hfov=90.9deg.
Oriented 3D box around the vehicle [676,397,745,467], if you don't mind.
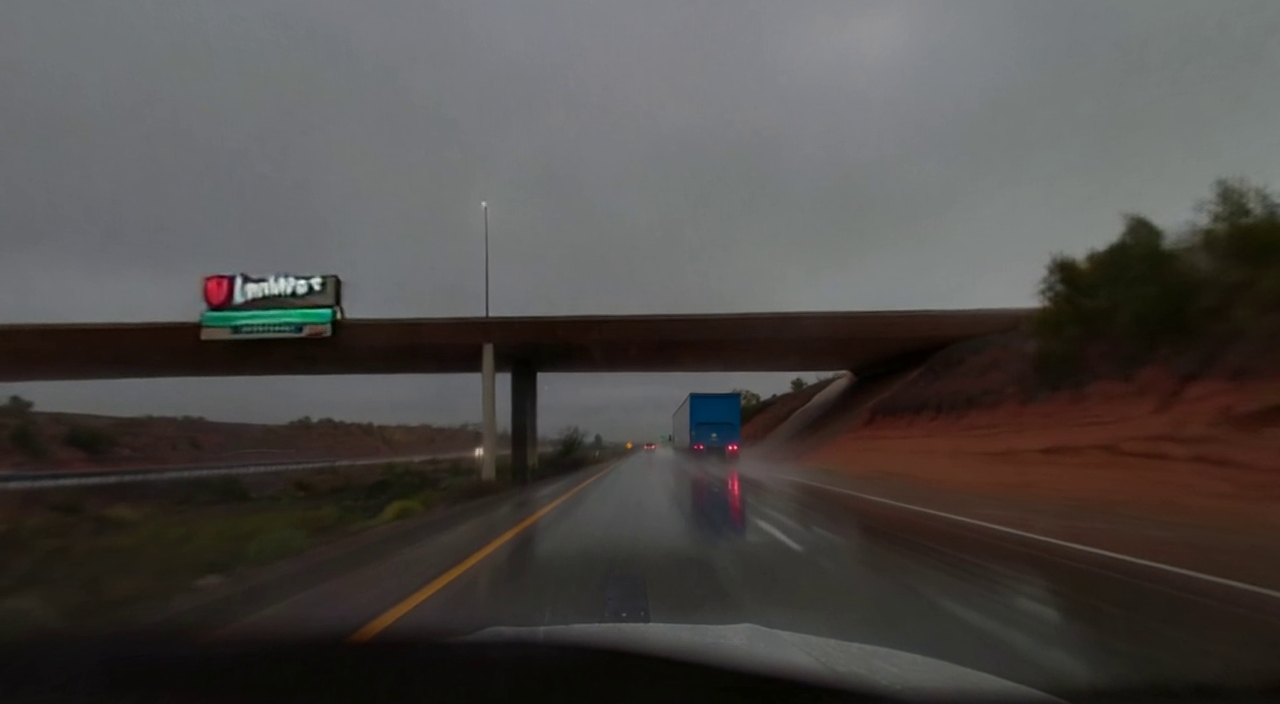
[{"bbox_3d":[4.187,5.157,40.032,3.024,3.834,10.128,0,-8,-1],"label":"vehicle"}]
